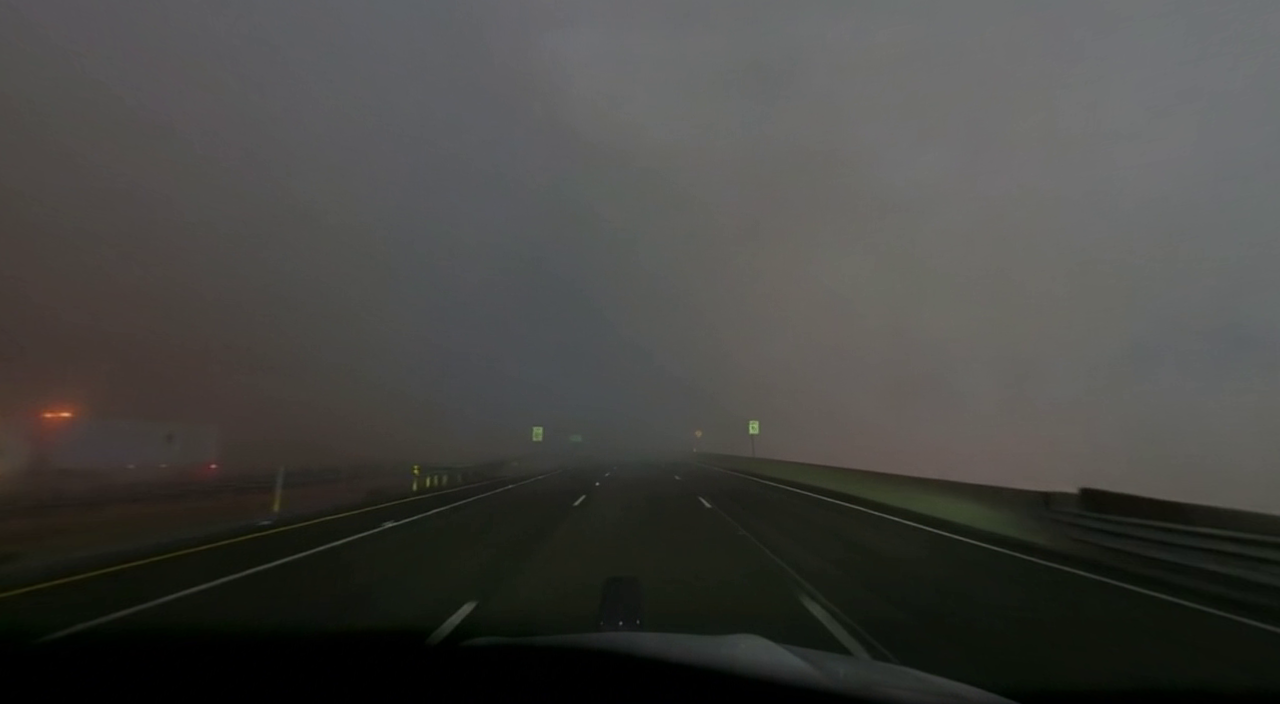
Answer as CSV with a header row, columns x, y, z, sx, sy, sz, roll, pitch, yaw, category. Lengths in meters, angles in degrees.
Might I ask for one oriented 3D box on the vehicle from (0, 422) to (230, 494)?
x,y,z,sx,sy,sz,roll,pitch,yaw,category
-36.422,7.447,45.091,2.972,4.186,16.376,0,-9,1,vehicle
